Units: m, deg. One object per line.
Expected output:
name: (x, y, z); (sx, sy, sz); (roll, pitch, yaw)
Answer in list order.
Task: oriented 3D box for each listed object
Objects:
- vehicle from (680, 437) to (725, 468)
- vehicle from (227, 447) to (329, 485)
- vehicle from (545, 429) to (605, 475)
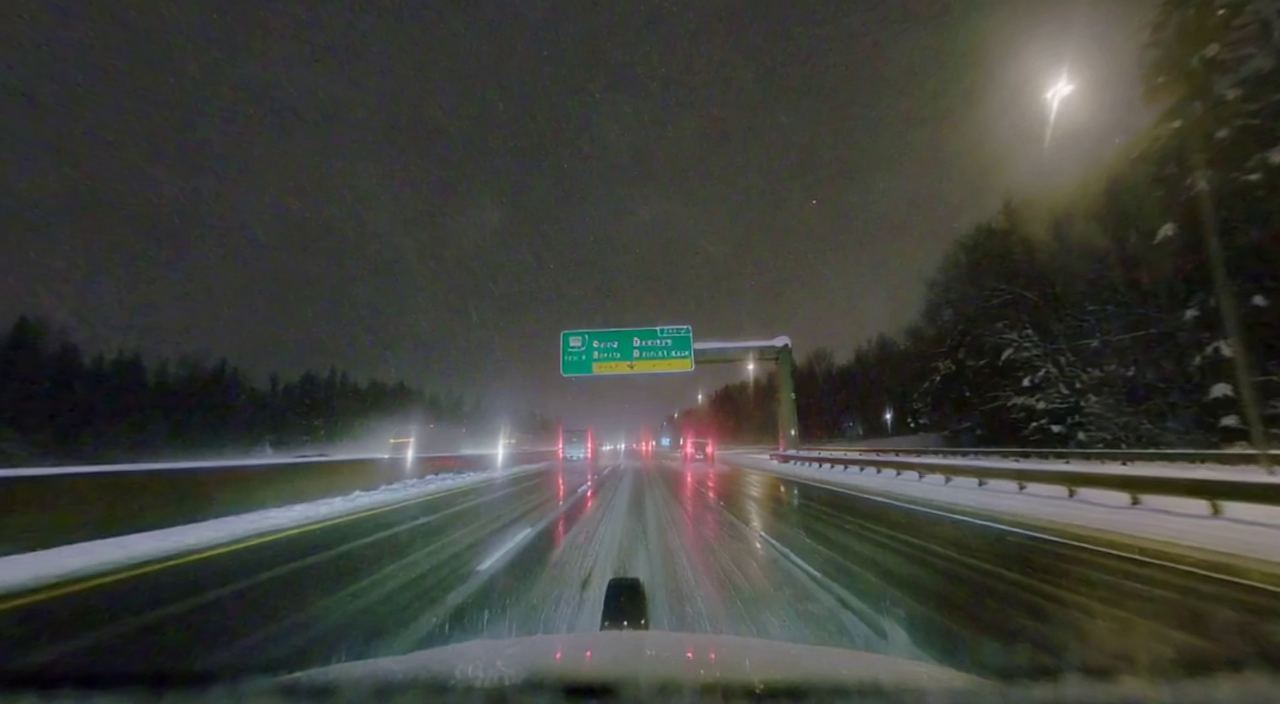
vehicle: (3.557, 5.807, 36.470); (2.202, 1.682, 4.188); (0, -8, 0)
vehicle: (-16.555, 5.205, 28.987); (1.945, 1.581, 4.530); (0, -9, 1)
vehicle: (-3.088, 4.878, 30.849); (2.291, 2.052, 4.887); (0, -9, 1)
